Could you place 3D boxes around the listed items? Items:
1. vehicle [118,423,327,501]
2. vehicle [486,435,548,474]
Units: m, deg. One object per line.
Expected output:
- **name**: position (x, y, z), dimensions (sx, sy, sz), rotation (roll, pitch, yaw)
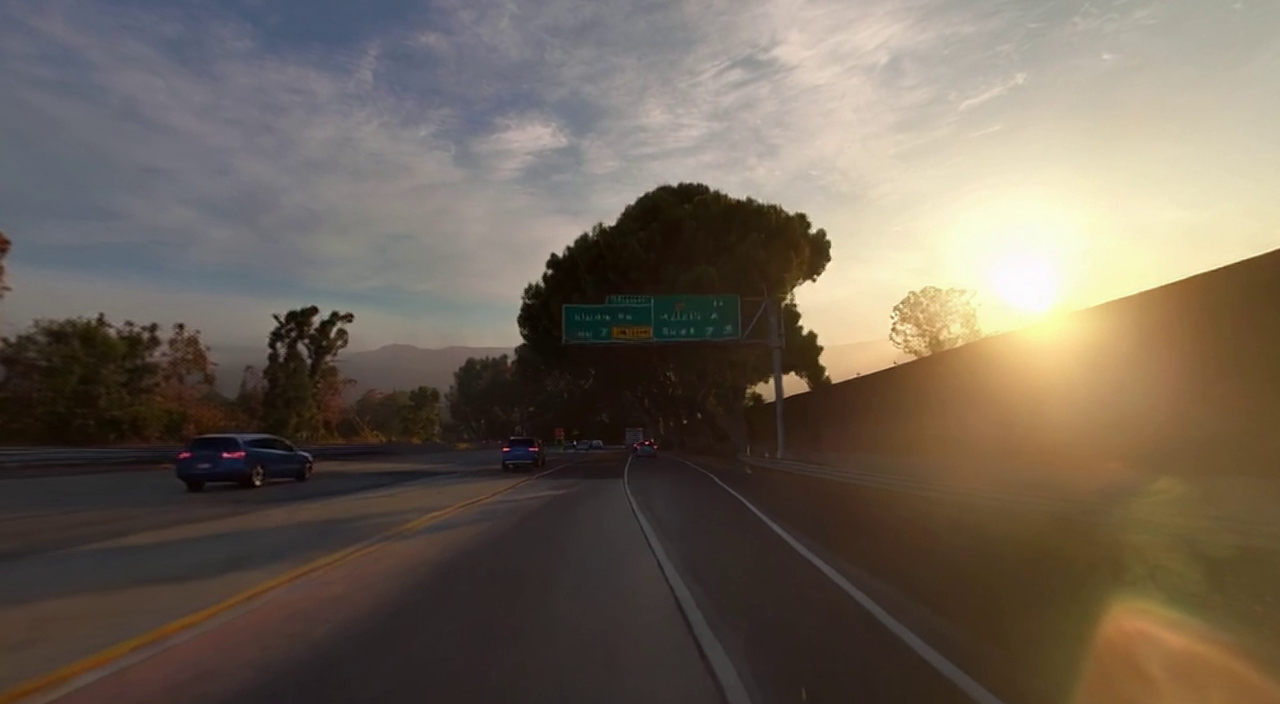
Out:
- **vehicle**: position (-9.966, 2.673, 15.631), dimensions (2.025, 1.618, 4.683), rotation (0, -9, -1)
- **vehicle**: position (-5.910, 4.981, 30.820), dimensions (2.151, 1.707, 4.759), rotation (0, -9, -1)
